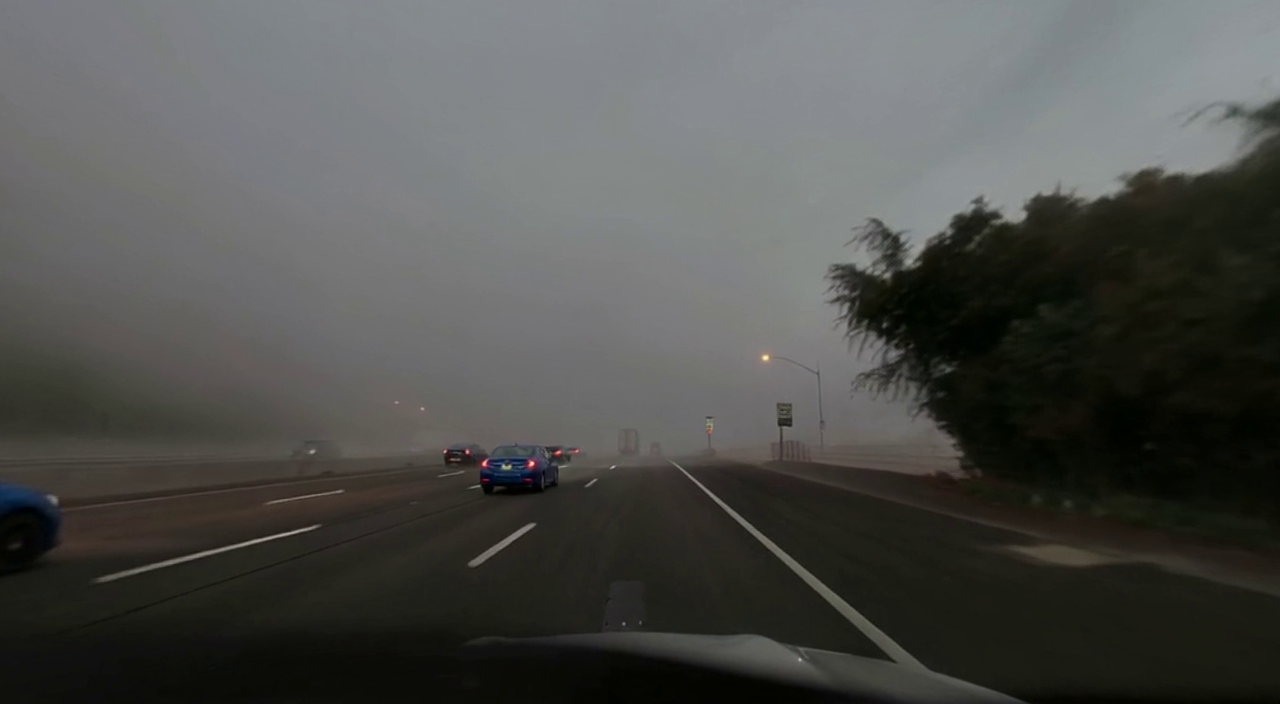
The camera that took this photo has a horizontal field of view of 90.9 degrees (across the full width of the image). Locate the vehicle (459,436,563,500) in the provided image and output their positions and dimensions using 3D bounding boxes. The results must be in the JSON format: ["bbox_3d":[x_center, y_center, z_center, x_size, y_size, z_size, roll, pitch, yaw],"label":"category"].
[{"bbox_3d":[-3.291,3.039,16.897,1.953,1.511,3.704,0,-8,1],"label":"vehicle"}]
